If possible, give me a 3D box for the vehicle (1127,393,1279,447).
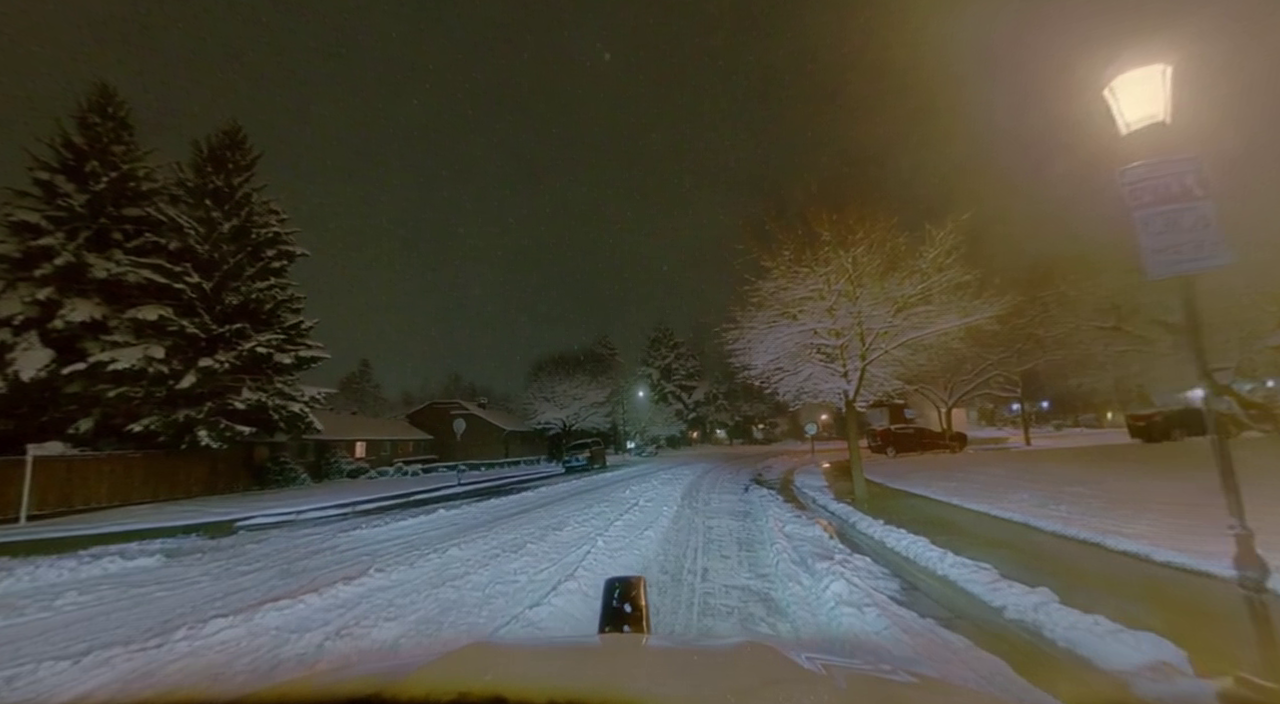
[{"bbox_3d":[18.958,2.408,21.556,1.806,1.481,4.671,-7,-10,14],"label":"vehicle"}]
